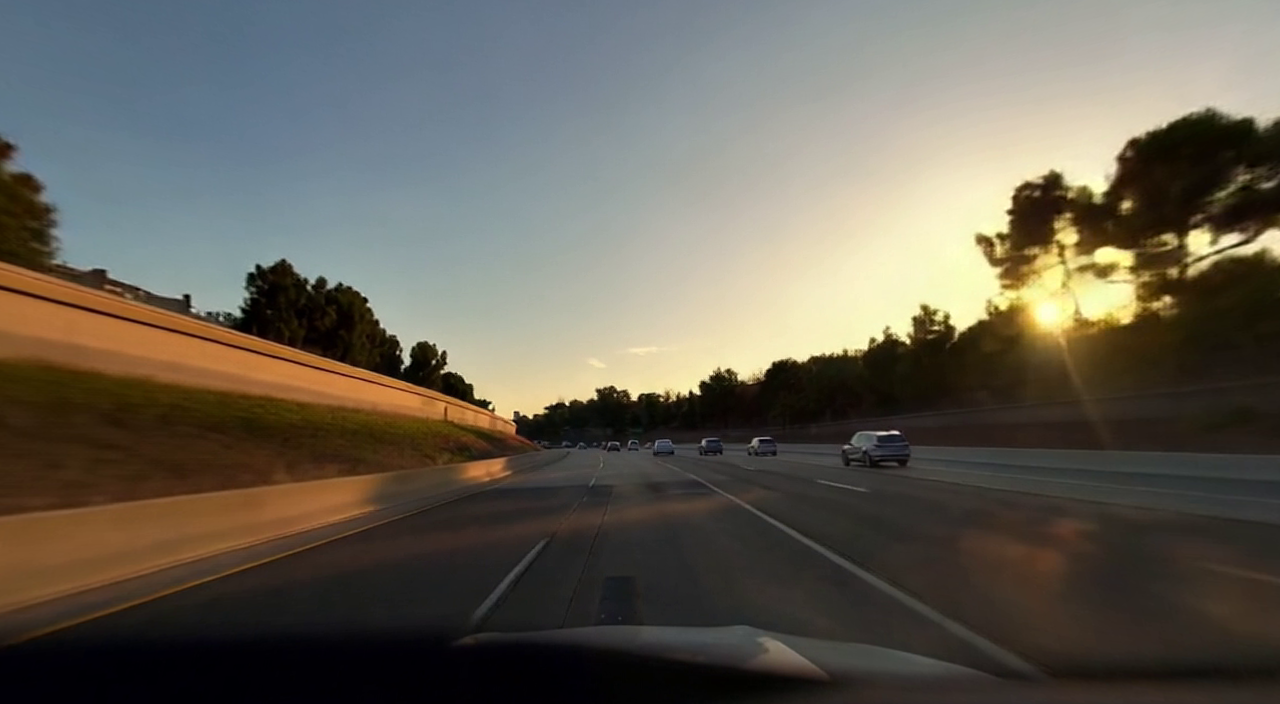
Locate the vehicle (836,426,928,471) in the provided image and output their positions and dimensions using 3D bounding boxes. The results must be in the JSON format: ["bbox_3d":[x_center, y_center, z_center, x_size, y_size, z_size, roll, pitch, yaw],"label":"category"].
[{"bbox_3d":[10.421,4.199,27.528,2.077,1.763,4.472,0,-8,-2],"label":"vehicle"}]
